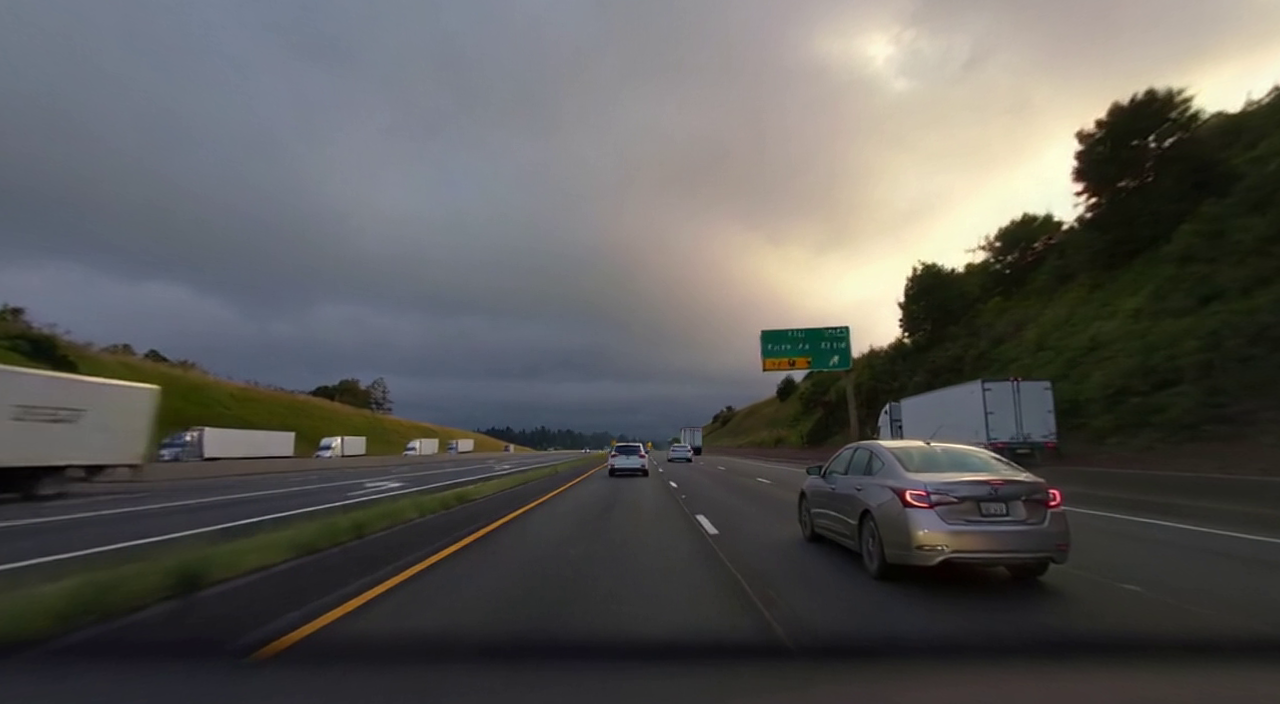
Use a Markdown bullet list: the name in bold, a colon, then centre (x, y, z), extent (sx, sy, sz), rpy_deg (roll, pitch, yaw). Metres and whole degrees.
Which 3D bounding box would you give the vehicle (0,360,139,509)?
- **vehicle**: centre (-16.244, 1.922, 14.662), extent (2.687, 3.442, 7.686), rpy_deg (0, -9, 0)

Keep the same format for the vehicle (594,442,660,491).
- **vehicle**: centre (-0.436, 3.720, 20.766), extent (1.970, 1.441, 3.846), rpy_deg (0, -9, -1)

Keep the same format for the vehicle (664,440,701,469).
- **vehicle**: centre (2.632, 6.500, 39.933), extent (2.048, 1.704, 4.284), rpy_deg (0, -9, 0)

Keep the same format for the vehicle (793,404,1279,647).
- **vehicle**: centre (3.218, 1.471, 6.443), extent (1.997, 1.534, 4.664), rpy_deg (0, -9, -2)
